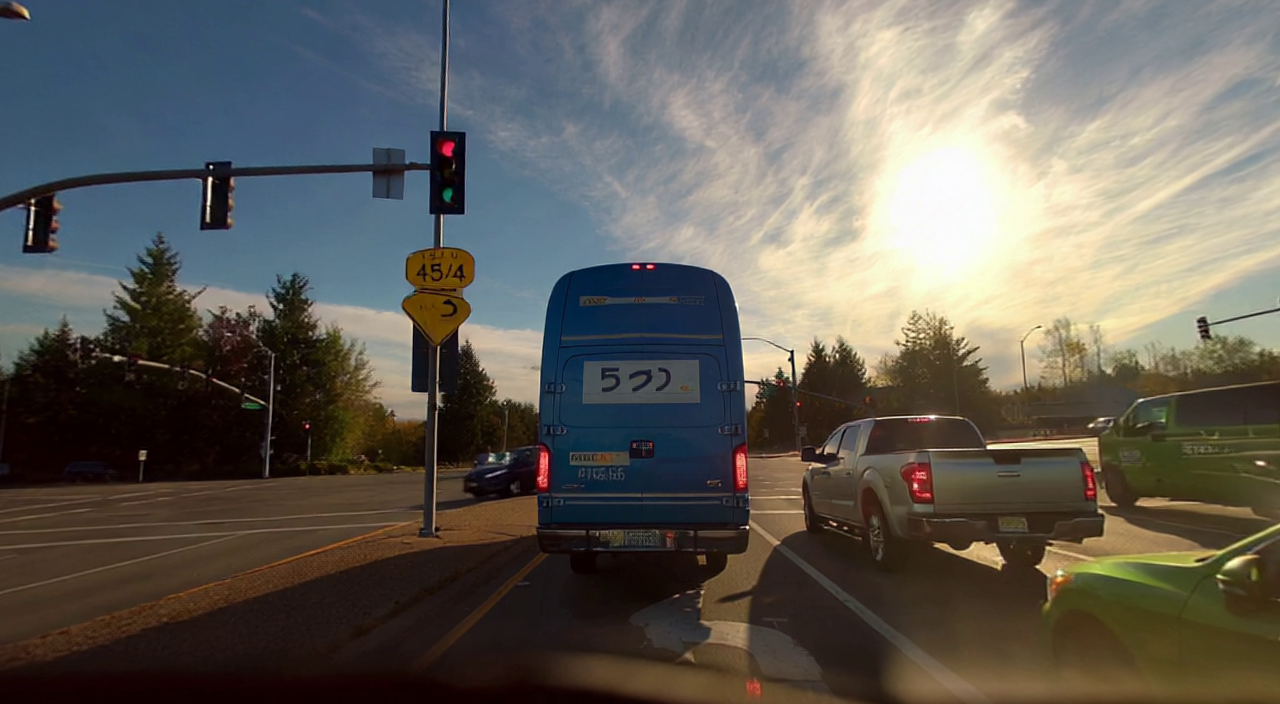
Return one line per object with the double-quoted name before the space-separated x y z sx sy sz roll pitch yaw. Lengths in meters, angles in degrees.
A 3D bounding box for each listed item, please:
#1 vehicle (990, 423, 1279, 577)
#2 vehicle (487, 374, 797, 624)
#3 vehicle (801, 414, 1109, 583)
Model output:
"vehicle" 6.823 1.745 8.270 1.973 1.470 4.228 0 -8 -1
"vehicle" 0.041 1.469 7.326 2.326 1.880 4.964 0 -8 1
"vehicle" 3.575 1.721 8.196 1.981 1.616 4.006 0 -8 1
